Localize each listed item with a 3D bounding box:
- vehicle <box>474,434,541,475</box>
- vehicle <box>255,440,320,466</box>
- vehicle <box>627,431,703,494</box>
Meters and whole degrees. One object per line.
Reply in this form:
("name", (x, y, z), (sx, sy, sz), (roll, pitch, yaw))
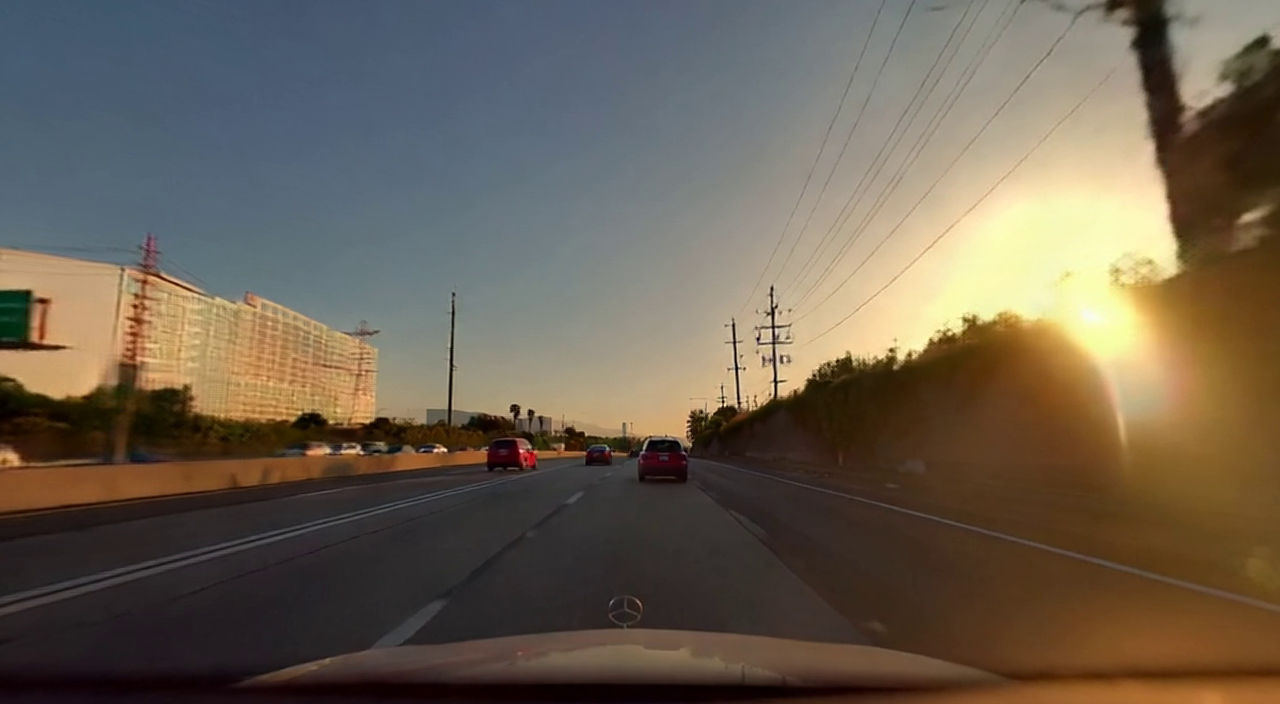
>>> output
("vehicle", (-6.409, 4.998, 31.050), (2.220, 1.841, 4.516), (0, -8, 1))
("vehicle", (-20.603, 5.906, 37.046), (1.670, 1.446, 3.640), (0, -8, 1))
("vehicle", (0.704, 3.386, 19.774), (2.134, 1.733, 4.049), (0, -8, 0))
